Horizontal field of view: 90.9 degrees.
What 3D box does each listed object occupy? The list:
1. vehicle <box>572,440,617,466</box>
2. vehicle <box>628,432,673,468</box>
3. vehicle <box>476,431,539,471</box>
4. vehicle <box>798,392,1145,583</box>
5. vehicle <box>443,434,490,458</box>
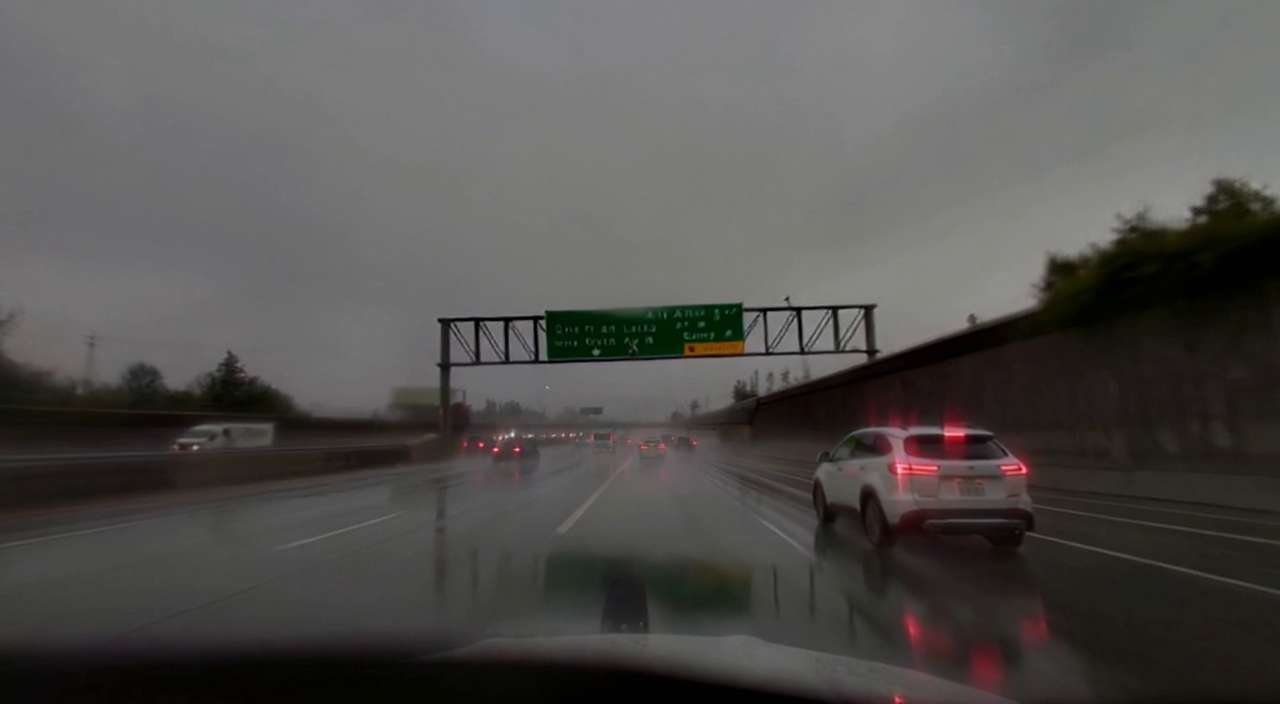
[{"bbox_3d":[-2.525,5.768,36.246,2.205,1.406,4.286,0,-8,1],"label":"vehicle"},{"bbox_3d":[0.561,5.030,32.445,2.133,1.739,3.925,0,-8,1],"label":"vehicle"},{"bbox_3d":[-5.985,4.518,29.020,1.946,1.688,4.019,0,-8,1],"label":"vehicle"},{"bbox_3d":[3.784,1.638,8.456,2.083,1.823,4.627,0,-8,0],"label":"vehicle"},{"bbox_3d":[-12.963,7.091,47.495,2.076,1.701,5.093,0,-8,0],"label":"vehicle"}]
